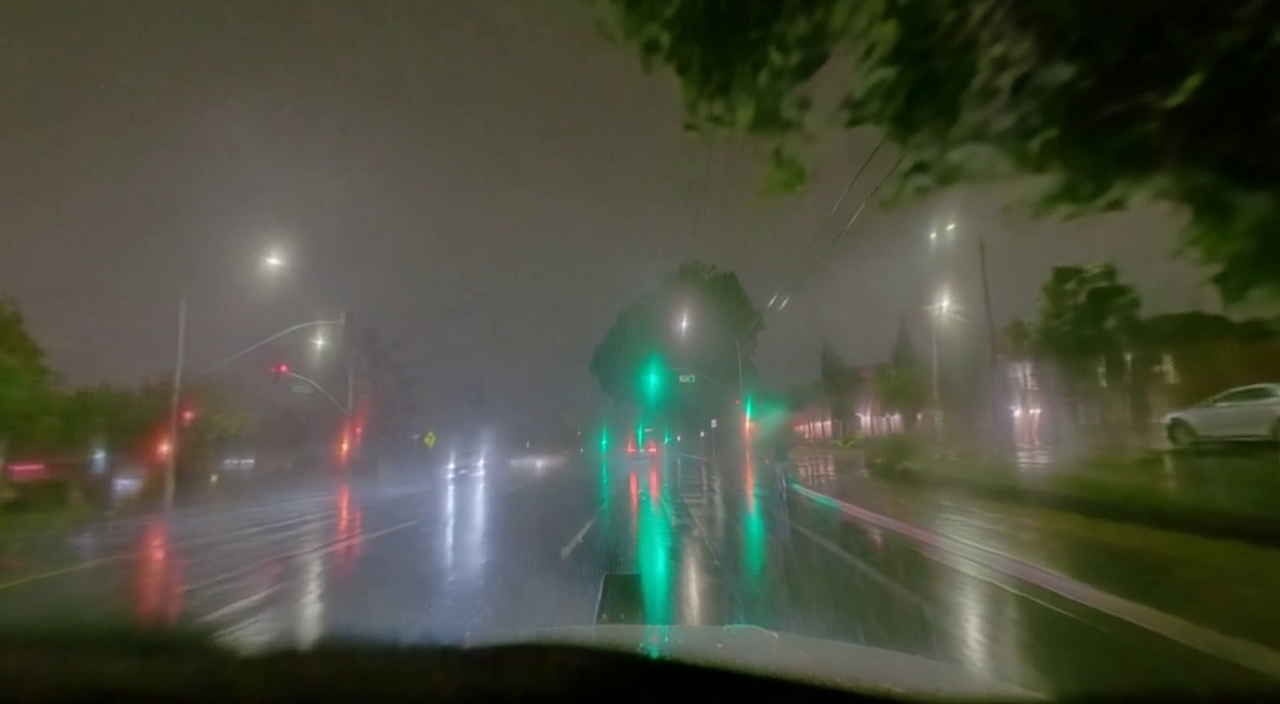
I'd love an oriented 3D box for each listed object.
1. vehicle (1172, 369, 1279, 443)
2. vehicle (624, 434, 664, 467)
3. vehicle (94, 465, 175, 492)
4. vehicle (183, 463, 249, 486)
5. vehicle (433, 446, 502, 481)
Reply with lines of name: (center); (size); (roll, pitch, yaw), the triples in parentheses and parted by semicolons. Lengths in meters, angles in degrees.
vehicle: (16.089, 1.372, 15.588); (1.982, 1.705, 4.677); (-1, -8, 3)
vehicle: (0.307, 5.851, 37.624); (2.215, 1.799, 4.426); (-1, -8, 3)
vehicle: (-38.577, 9.620, 48.369); (1.881, 1.743, 4.662); (-2, -8, 8)
vehicle: (-31.918, 9.233, 47.690); (1.816, 1.475, 4.497); (0, -8, 1)
vehicle: (-8.333, 5.410, 31.001); (2.036, 1.593, 4.367); (0, -8, 2)
